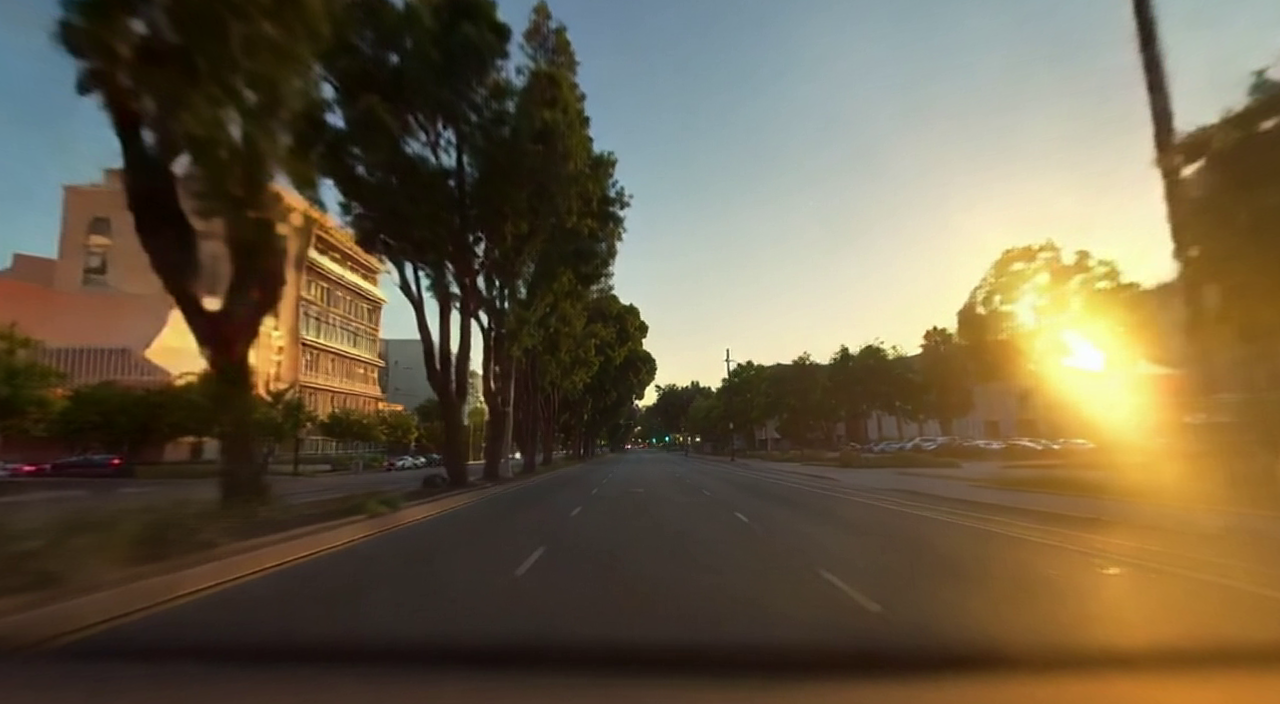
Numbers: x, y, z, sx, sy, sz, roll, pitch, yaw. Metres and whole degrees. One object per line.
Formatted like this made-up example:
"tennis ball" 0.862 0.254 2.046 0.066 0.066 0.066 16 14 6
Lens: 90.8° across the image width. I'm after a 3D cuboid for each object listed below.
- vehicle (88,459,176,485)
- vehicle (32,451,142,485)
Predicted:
"vehicle" -31.950 7.527 39.901 1.947 1.444 4.313 -1 -10 0
"vehicle" -34.647 7.272 39.840 2.230 1.962 5.115 -1 -10 0
